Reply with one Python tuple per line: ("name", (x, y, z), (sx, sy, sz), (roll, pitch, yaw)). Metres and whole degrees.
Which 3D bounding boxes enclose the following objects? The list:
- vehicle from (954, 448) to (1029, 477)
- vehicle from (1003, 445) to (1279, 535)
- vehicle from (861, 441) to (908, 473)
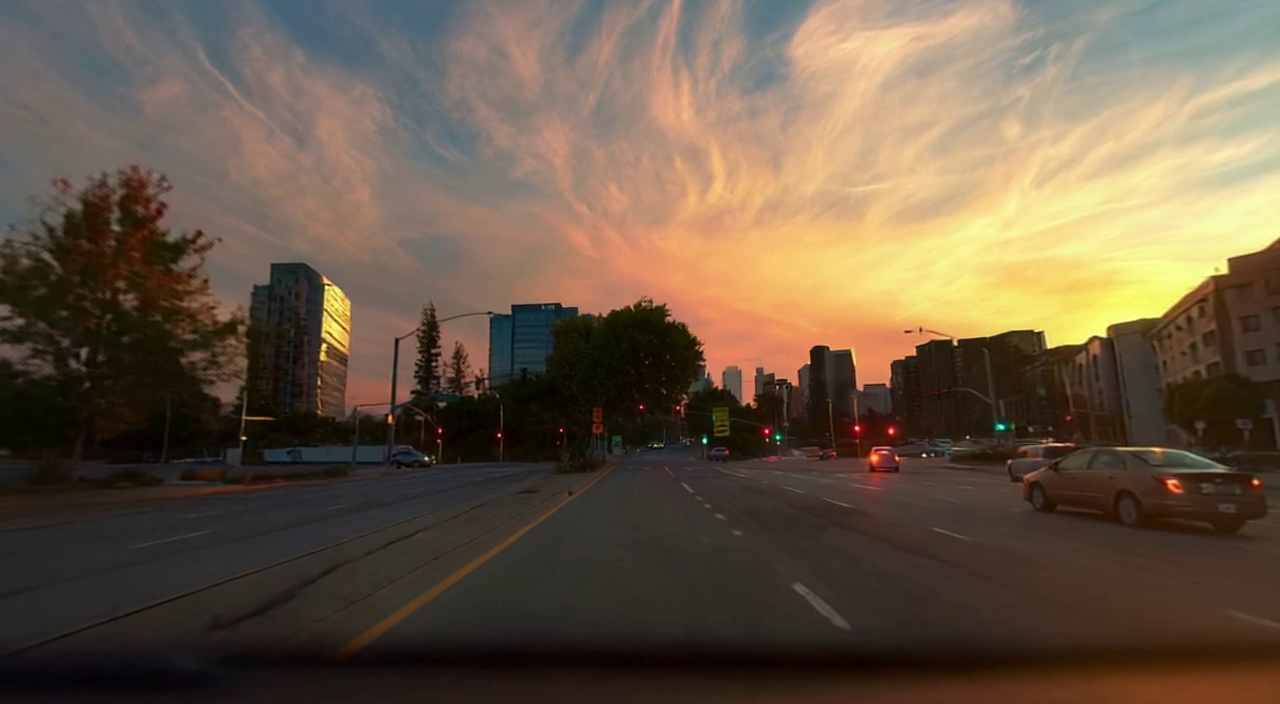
("vehicle", (20.586, 6.453, 37.225), (1.896, 1.524, 4.562), (0, -8, 1))
("vehicle", (9.714, 2.651, 12.880), (1.933, 1.500, 4.458), (0, -8, -1))
("vehicle", (15.131, 6.510, 39.338), (1.951, 1.843, 4.335), (-2, -9, 12))
